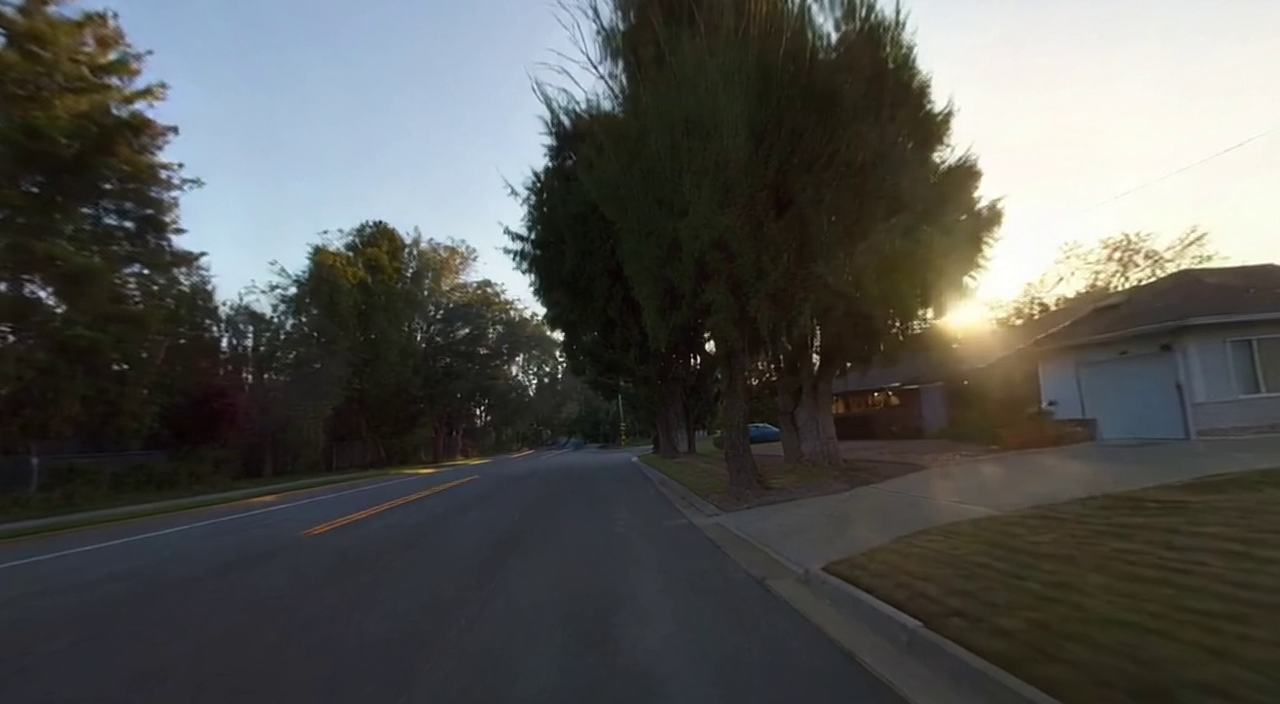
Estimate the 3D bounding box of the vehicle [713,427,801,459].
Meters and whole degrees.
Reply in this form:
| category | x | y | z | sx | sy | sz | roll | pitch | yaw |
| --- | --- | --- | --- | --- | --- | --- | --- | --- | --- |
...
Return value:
| category | x | y | z | sx | sy | sz | roll | pitch | yaw |
| --- | --- | --- | --- | --- | --- | --- | --- | --- | --- |
| vehicle | 6.061 | 4.736 | 33.006 | 4.153 | 1.605 | 1.835 | 0 | -8 | -5 |
